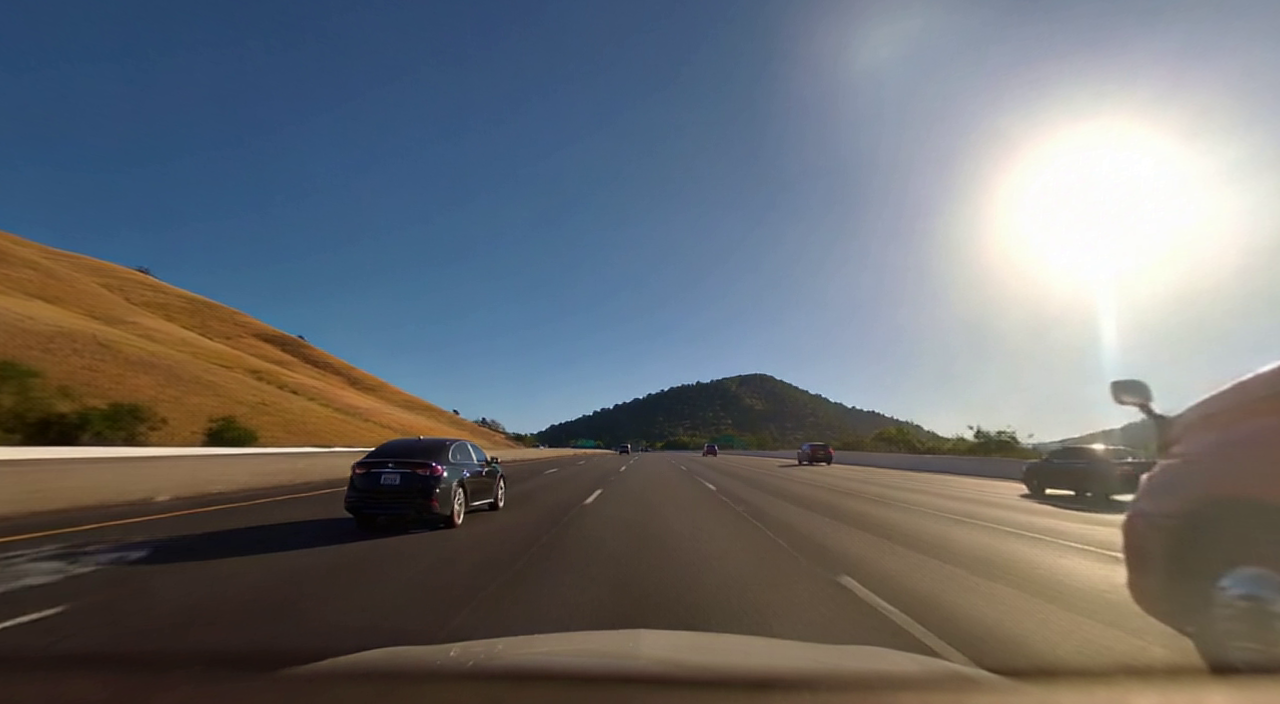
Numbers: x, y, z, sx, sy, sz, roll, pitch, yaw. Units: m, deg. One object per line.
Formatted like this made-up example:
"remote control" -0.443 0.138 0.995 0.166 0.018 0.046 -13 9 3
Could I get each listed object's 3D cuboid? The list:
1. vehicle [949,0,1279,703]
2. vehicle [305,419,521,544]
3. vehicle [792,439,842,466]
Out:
"vehicle" 4.004 -0.326 0.616 3.277 3.871 7.882 0 -8 0
"vehicle" -3.350 1.988 10.208 1.967 1.615 3.886 0 -8 1
"vehicle" 11.966 6.821 42.740 2.062 1.736 4.589 0 -8 0
